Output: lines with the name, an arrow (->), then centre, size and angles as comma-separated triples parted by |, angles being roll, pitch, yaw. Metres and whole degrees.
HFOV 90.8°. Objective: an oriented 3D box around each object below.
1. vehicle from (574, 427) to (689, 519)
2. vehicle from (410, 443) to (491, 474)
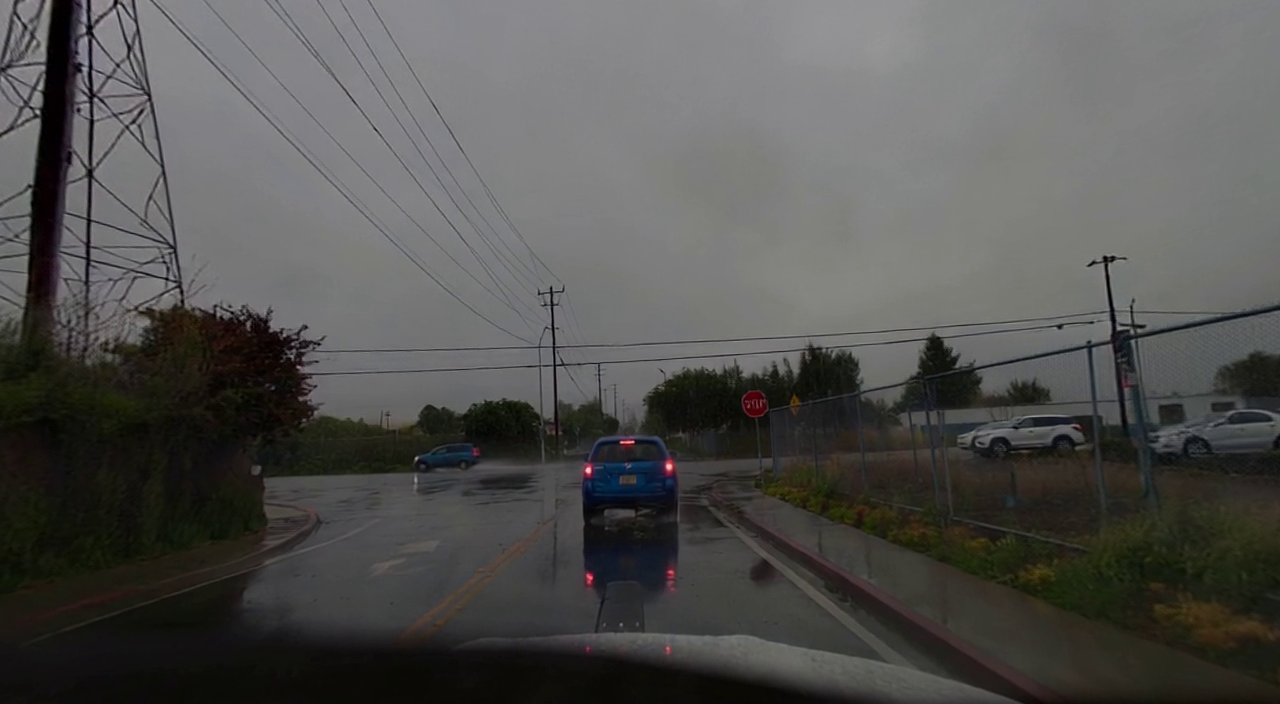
vehicle -> -0.205, 2.566, 13.964 | 2.137, 1.698, 4.166 | 0, -8, -1
vehicle -> -11.672, 6.535, 38.953 | 4.415, 1.753, 2.029 | -4, -9, 24
